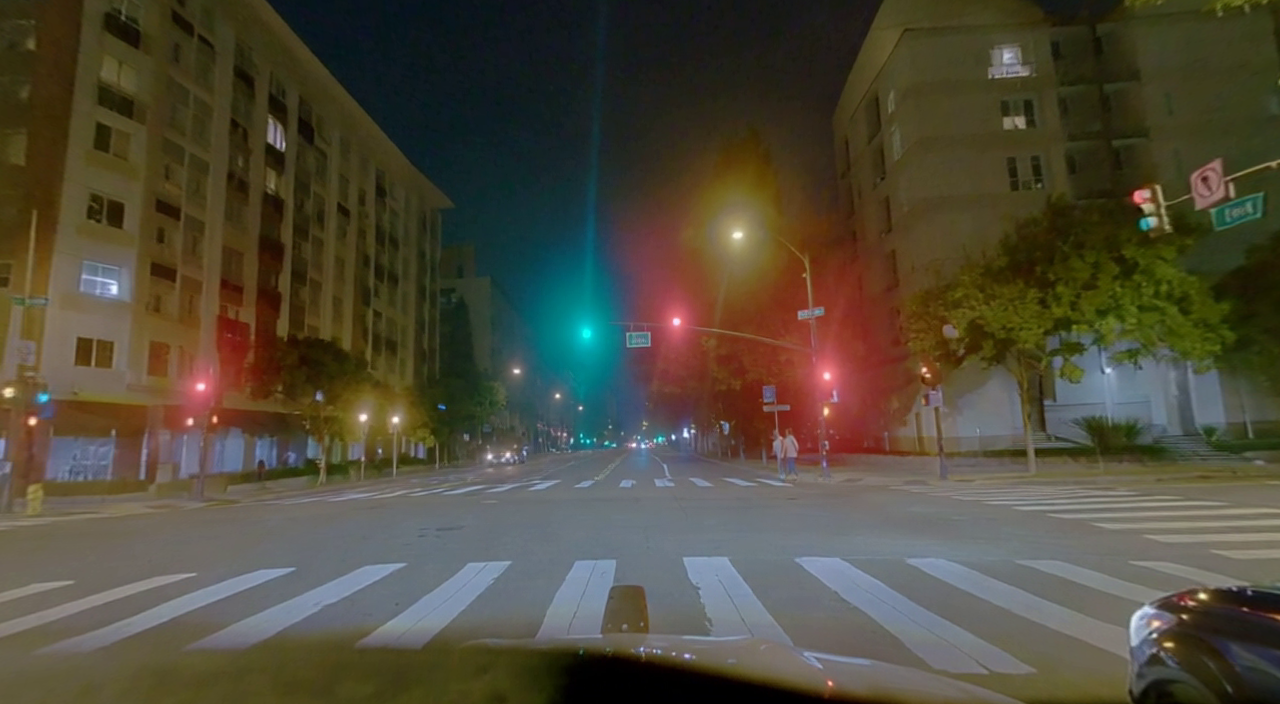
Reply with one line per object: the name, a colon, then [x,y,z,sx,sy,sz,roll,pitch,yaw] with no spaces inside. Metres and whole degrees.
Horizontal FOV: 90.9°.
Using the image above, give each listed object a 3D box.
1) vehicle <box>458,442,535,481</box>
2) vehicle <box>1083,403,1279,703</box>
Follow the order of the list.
vehicle: [-5.880,4.542,26.473,2.127,1.473,4.428,0,-8,1]
vehicle: [2.961,0.675,0.234,2.039,1.519,4.846,0,-8,0]
